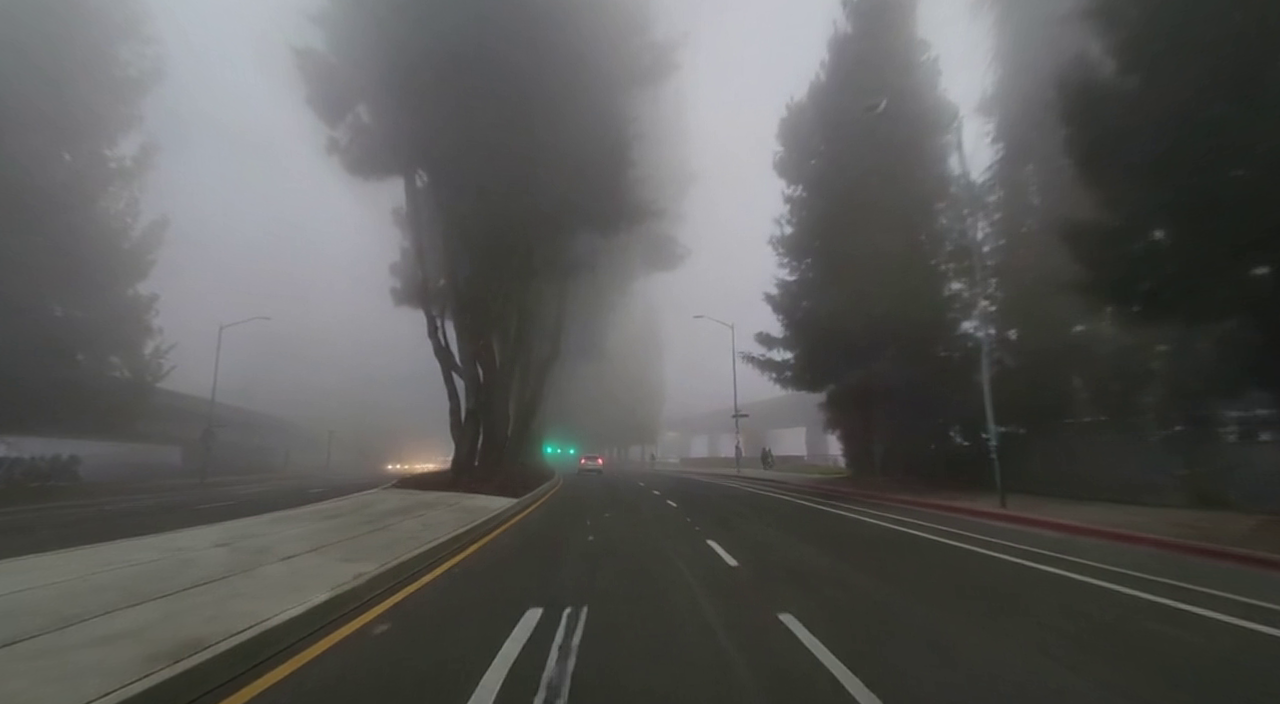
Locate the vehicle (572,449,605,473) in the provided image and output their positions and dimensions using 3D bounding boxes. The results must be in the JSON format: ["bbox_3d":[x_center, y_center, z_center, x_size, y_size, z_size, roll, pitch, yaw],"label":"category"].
[{"bbox_3d":[-4.022,8.385,48.792,2.184,1.713,4.231,1,-8,-9],"label":"vehicle"}]
